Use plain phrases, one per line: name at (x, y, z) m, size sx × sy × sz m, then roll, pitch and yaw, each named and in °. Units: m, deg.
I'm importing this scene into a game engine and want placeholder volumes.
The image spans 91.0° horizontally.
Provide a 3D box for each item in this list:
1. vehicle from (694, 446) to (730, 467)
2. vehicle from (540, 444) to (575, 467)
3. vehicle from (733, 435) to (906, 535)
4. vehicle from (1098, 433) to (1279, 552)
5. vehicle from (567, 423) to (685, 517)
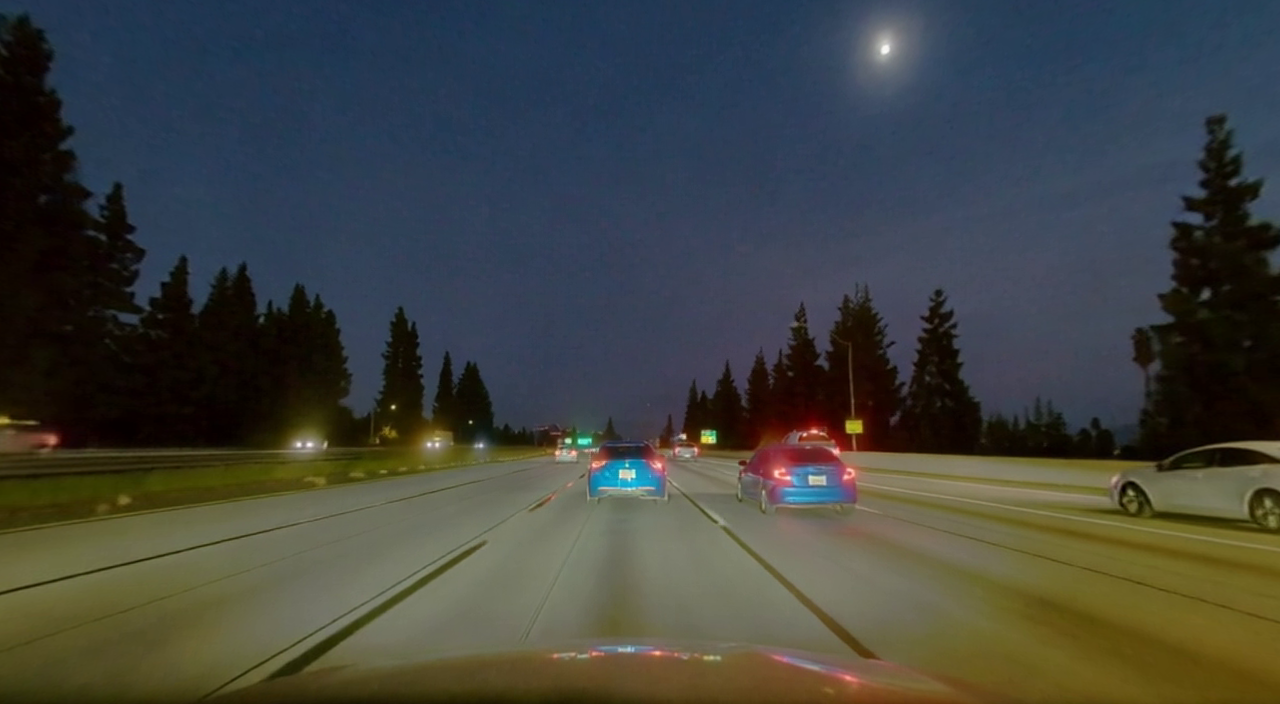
vehicle at (5.401, 7.876, 47.689) m, size 1.972 × 1.521 × 4.498 m, roll 1°, pitch -9°, yaw -4°
vehicle at (-5.730, 7.255, 44.422) m, size 2.023 × 1.497 × 4.526 m, roll 1°, pitch -9°, yaw -2°
vehicle at (3.129, 2.412, 12.036) m, size 1.975 × 1.532 × 4.227 m, roll 1°, pitch -9°, yaw -1°
vehicle at (9.949, 2.103, 9.658) m, size 2.106 × 1.641 × 4.671 m, roll 1°, pitch -9°, yaw -4°
vehicle at (-0.287, 2.494, 13.715) m, size 2.181 × 1.728 × 3.970 m, roll 1°, pitch -9°, yaw -1°
